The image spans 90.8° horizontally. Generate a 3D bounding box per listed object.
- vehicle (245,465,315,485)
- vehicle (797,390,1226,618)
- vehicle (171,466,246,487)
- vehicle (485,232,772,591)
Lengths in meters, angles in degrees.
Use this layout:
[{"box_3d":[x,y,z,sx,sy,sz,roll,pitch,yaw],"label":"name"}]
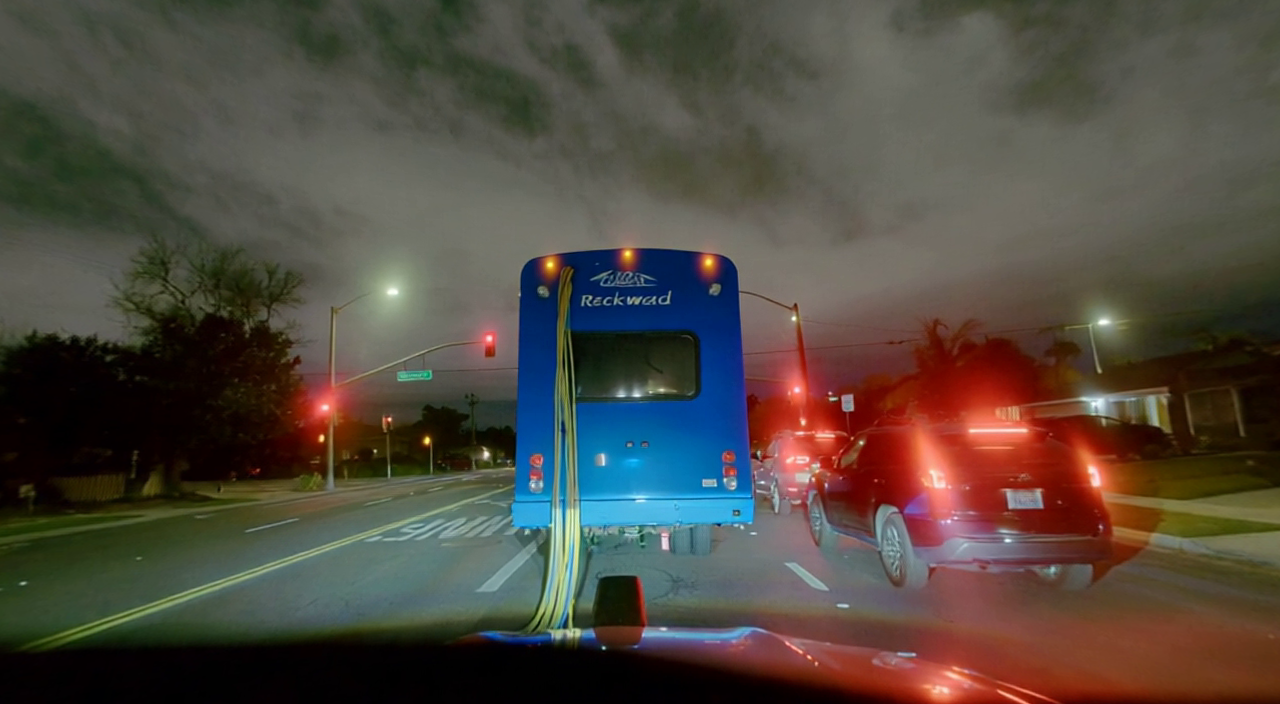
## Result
[{"box_3d":[-27.395,9.358,48.149,4.187,1.445,1.809,0,-9,0],"label":"vehicle"},{"box_3d":[3.410,1.494,7.129,2.104,1.735,4.408,0,-9,0],"label":"vehicle"},{"box_3d":[-32.695,9.406,47.960,4.311,1.458,1.707,0,-9,-3],"label":"vehicle"},{"box_3d":[-0.110,1.123,10.275,2.709,3.511,8.213,0,-9,0],"label":"vehicle"}]
